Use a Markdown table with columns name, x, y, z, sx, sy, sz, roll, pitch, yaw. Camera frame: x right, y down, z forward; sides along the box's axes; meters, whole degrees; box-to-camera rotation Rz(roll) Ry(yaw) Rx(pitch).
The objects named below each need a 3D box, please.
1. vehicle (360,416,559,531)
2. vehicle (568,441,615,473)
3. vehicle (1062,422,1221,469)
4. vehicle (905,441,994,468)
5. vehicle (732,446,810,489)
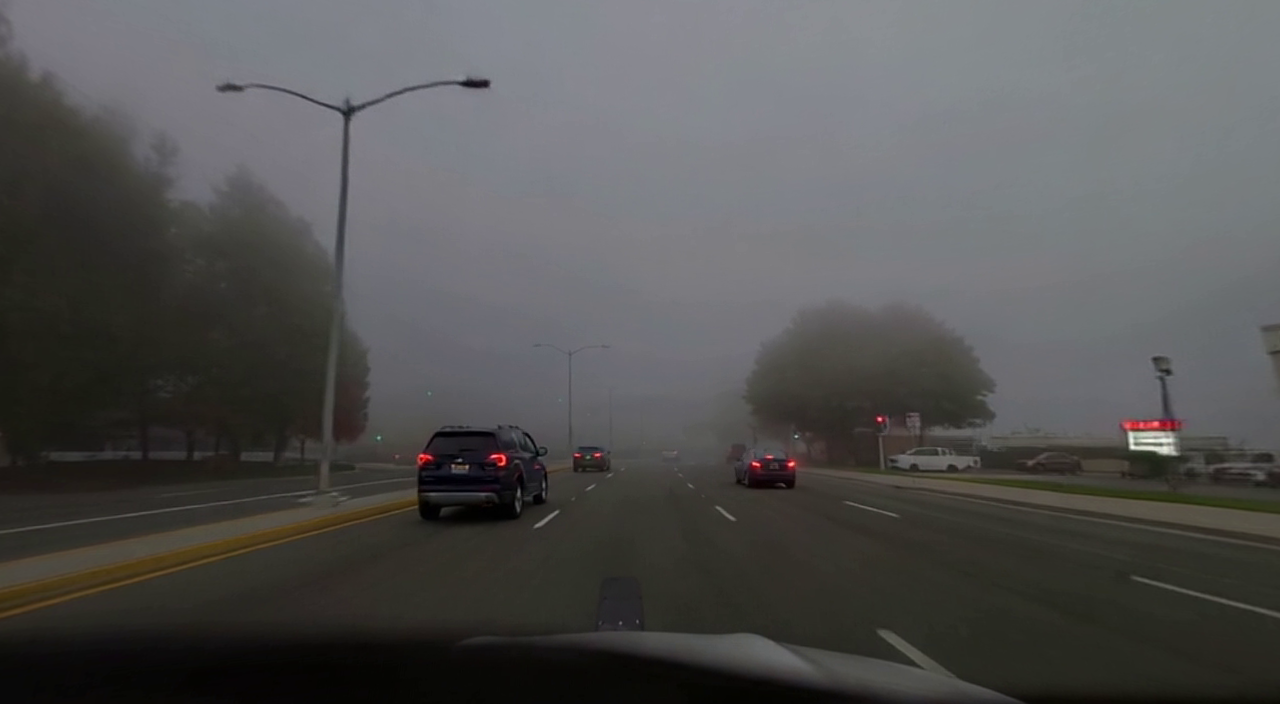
| name | x | y | z | sx | sy | sz | roll | pitch | yaw |
| --- | --- | --- | --- | --- | --- | --- | --- | --- | --- |
| vehicle | -3.320 | 2.409 | 13.158 | 2.450 | 1.866 | 5.416 | 0 | -9 | 1 |
| vehicle | -2.884 | 6.376 | 38.669 | 2.305 | 1.833 | 4.912 | -1 | -9 | 3 |
| vehicle | 27.747 | 5.273 | 35.534 | 2.943 | 2.298 | 7.374 | 0 | -9 | 1 |
| vehicle | 19.867 | 6.555 | 40.632 | 4.972 | 1.547 | 2.226 | 2 | -10 | -21 |
| vehicle | 4.836 | 4.323 | 23.983 | 1.960 | 1.471 | 4.378 | 0 | -9 | -1 |
